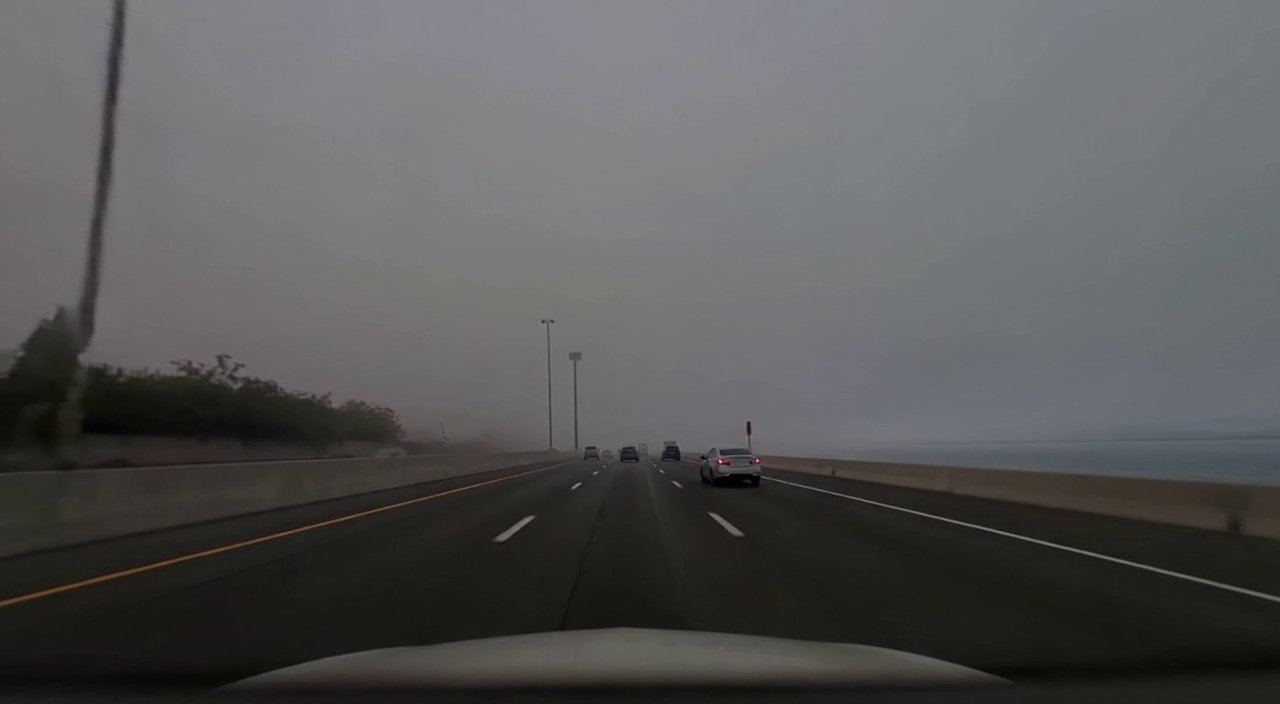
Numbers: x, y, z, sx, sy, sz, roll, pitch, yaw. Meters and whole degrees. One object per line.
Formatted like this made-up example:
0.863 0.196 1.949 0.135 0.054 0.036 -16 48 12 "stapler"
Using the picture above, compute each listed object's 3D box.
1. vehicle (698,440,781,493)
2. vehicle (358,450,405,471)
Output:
3.085 3.647 20.536 1.890 1.490 4.373 0 -9 -2 "vehicle"
-19.277 8.064 47.309 1.755 1.447 4.176 0 -9 0 "vehicle"
